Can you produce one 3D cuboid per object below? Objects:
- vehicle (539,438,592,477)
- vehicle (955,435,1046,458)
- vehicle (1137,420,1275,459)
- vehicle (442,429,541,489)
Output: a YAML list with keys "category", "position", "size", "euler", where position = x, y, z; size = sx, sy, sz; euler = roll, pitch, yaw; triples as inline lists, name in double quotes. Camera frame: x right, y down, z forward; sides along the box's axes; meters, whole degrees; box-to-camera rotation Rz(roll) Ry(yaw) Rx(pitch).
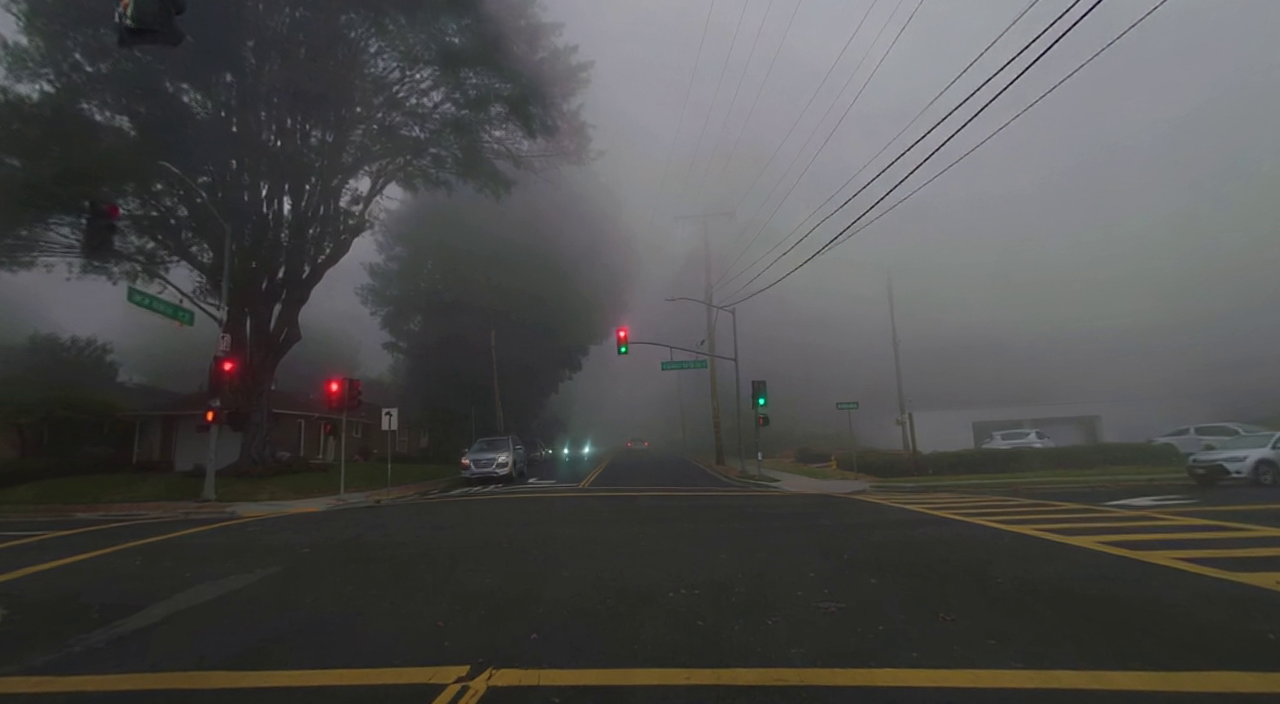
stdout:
- category: "vehicle"
  position: [-3.666, 5.282, 31.916]
  size: [2.120, 1.783, 4.788]
  euler: [0, -9, 0]
- category: "vehicle"
  position: [24.986, 6.550, 43.850]
  size: [5.172, 1.515, 1.851]
  euler: [0, -9, -2]
- category: "vehicle"
  position: [33.255, 5.164, 37.261]
  size: [5.969, 2.149, 2.331]
  euler: [0, -9, -3]
- category: "vehicle"
  position: [-6.519, 4.829, 28.951]
  size: [2.896, 2.339, 7.322]
  euler: [0, -9, -1]
